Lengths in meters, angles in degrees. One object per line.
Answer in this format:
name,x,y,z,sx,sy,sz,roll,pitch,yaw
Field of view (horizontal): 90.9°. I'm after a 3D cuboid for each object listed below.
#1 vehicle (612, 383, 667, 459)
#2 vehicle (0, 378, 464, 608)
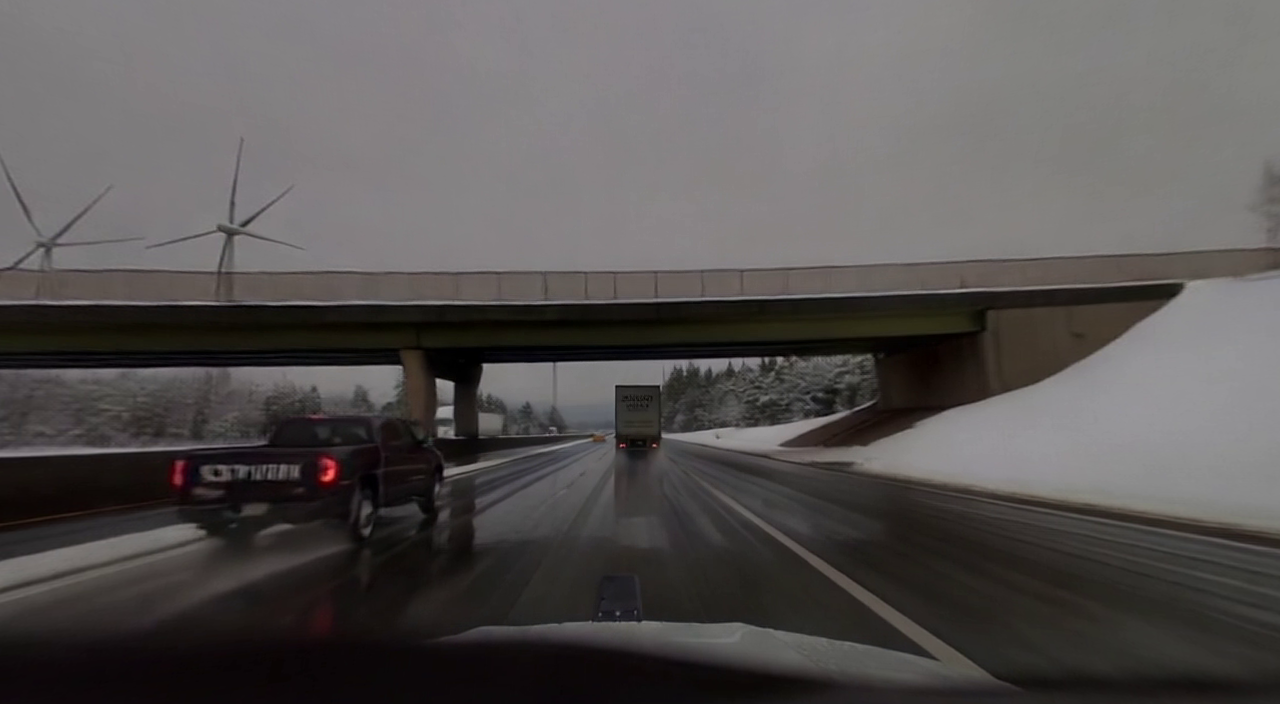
vehicle,-0.186,4.492,39.747,2.906,3.990,12.551,0,-8,-1
vehicle,-3.782,1.366,7.177,2.167,1.686,4.946,0,-8,0
